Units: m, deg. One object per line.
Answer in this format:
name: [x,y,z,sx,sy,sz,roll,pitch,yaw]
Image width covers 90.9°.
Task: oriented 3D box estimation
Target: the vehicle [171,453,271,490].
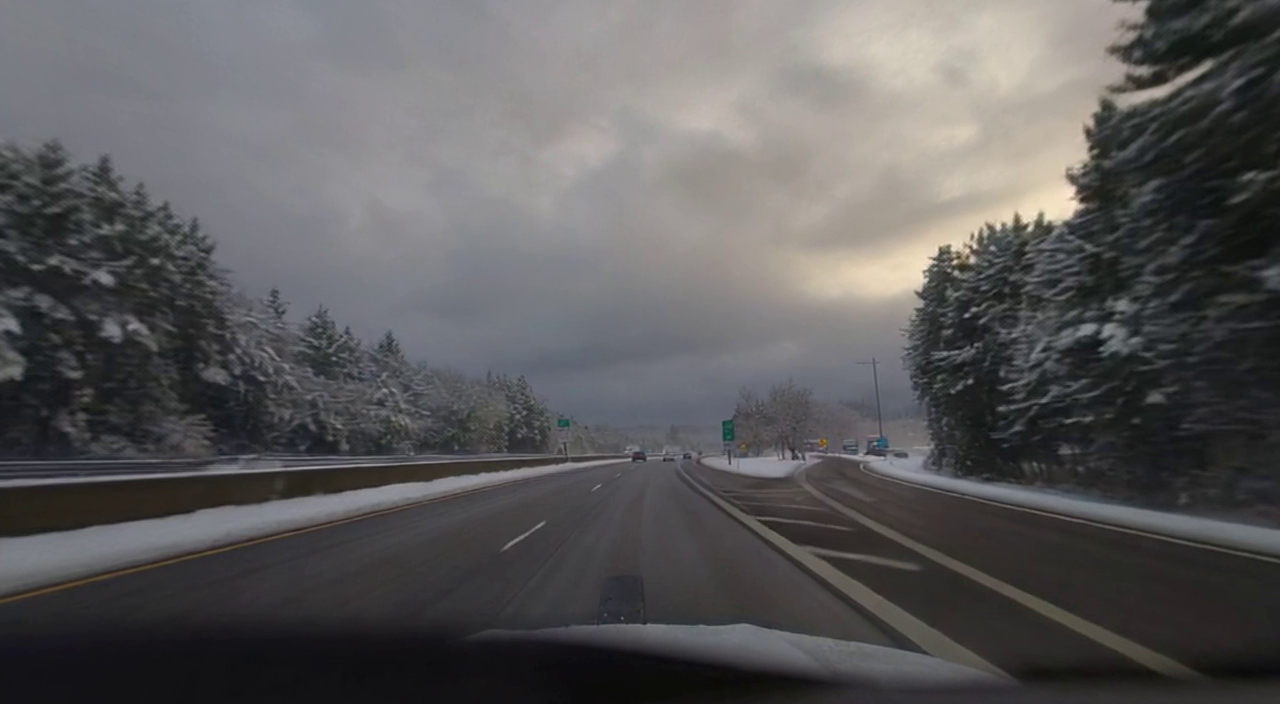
vehicle: [-18.980,5.405,28.751,1.864,1.509,3.779,-1,-9,2]
